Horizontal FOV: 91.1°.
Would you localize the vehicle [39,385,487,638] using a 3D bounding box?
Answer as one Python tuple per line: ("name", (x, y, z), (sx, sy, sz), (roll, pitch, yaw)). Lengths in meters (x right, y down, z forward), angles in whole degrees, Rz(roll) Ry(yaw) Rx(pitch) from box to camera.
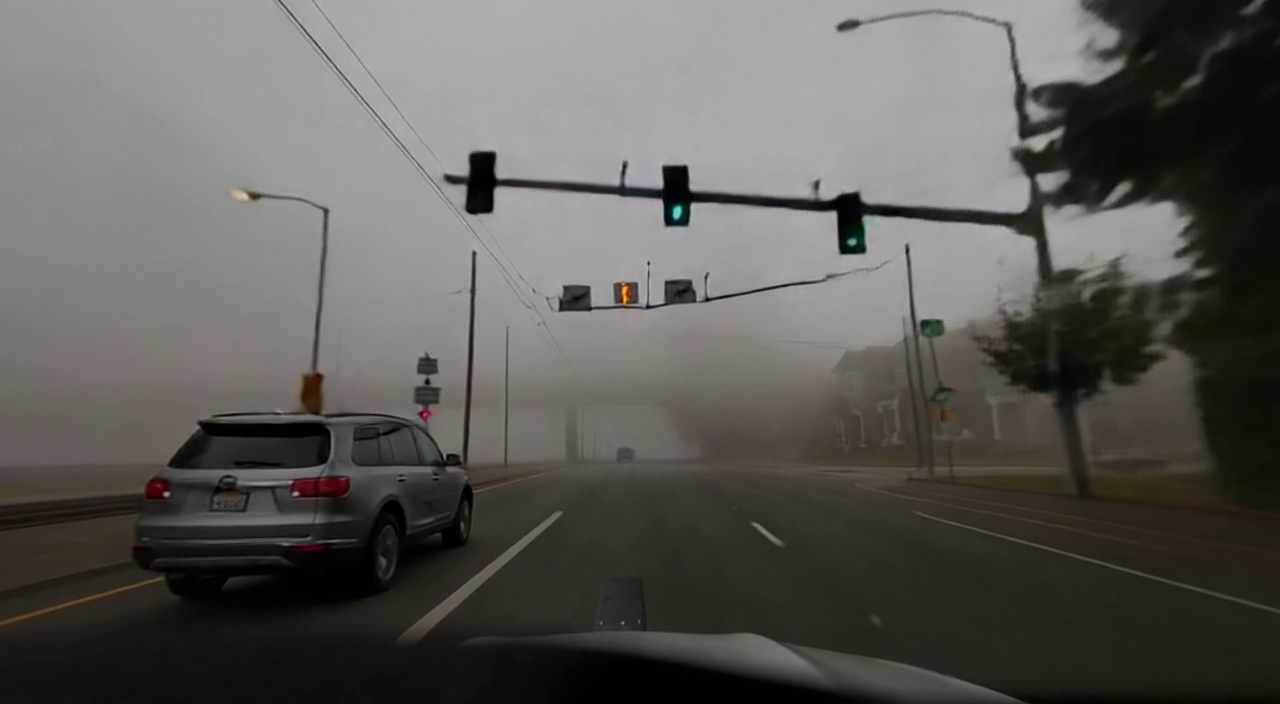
("vehicle", (-3.092, 1.396, 6.492), (1.882, 1.704, 4.335), (0, -8, 1))
